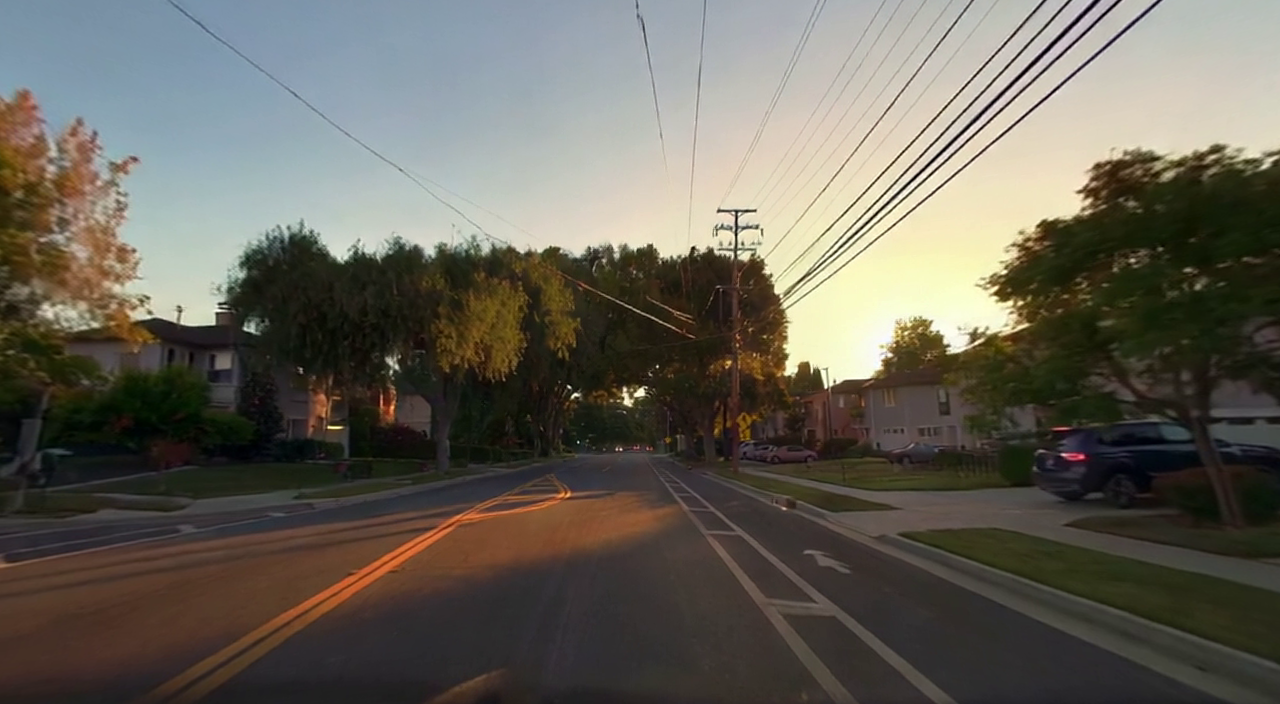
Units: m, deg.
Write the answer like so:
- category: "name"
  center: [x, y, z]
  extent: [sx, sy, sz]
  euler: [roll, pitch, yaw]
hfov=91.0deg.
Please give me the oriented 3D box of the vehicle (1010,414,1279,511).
- category: "vehicle"
  center: [10.946, 2.289, 13.250]
  extent: [4.760, 1.808, 2.402]
  euler: [0, -9, -2]

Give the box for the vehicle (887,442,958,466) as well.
- category: "vehicle"
  center: [20.381, 7.363, 45.586]
  extent: [3.943, 1.664, 2.391]
  euler: [0, -8, -2]
